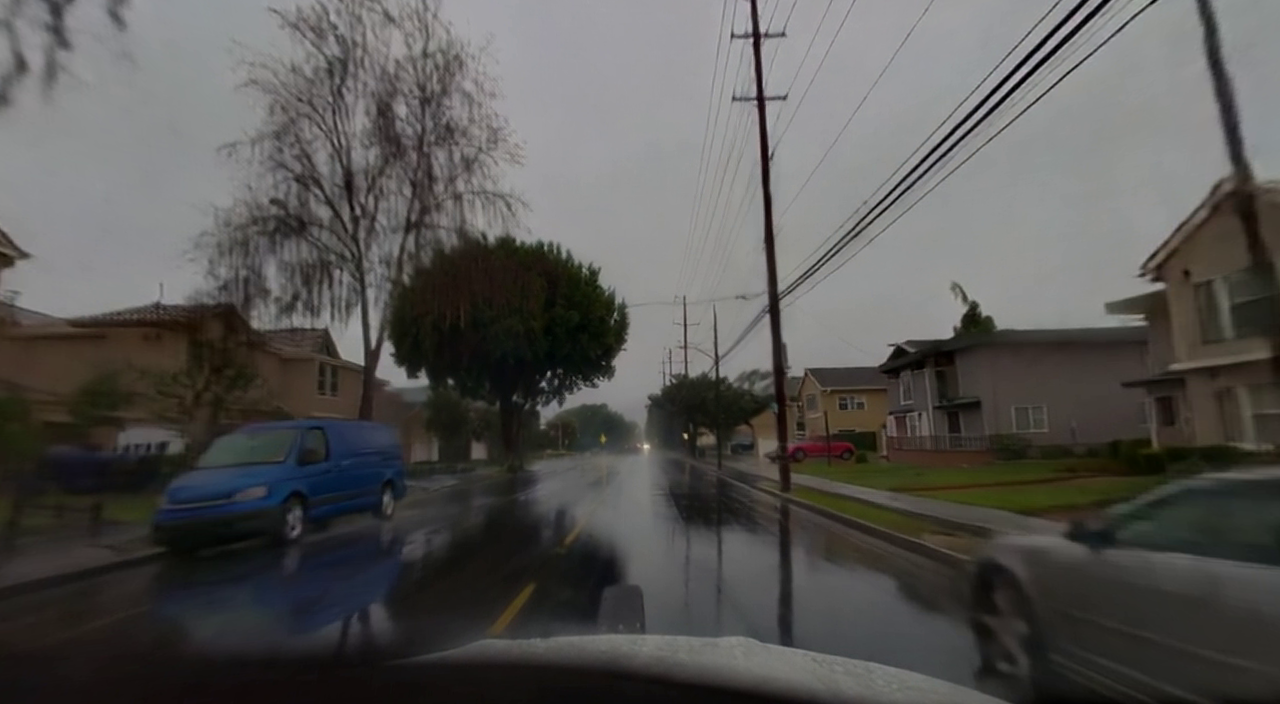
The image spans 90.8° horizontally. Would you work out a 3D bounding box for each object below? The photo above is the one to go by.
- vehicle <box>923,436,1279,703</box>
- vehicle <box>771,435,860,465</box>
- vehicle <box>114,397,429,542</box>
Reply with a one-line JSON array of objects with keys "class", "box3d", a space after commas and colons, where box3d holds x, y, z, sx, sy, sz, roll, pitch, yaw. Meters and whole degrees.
[{"class": "vehicle", "box3d": [3.239, 1.067, 2.525, 1.944, 1.439, 4.500, 0, -8, -3]}, {"class": "vehicle", "box3d": [10.743, 6.035, 38.915, 4.902, 1.794, 1.975, -1, -8, 3]}, {"class": "vehicle", "box3d": [-5.820, 1.976, 11.090, 2.263, 1.915, 5.071, -1, -9, 3]}]
